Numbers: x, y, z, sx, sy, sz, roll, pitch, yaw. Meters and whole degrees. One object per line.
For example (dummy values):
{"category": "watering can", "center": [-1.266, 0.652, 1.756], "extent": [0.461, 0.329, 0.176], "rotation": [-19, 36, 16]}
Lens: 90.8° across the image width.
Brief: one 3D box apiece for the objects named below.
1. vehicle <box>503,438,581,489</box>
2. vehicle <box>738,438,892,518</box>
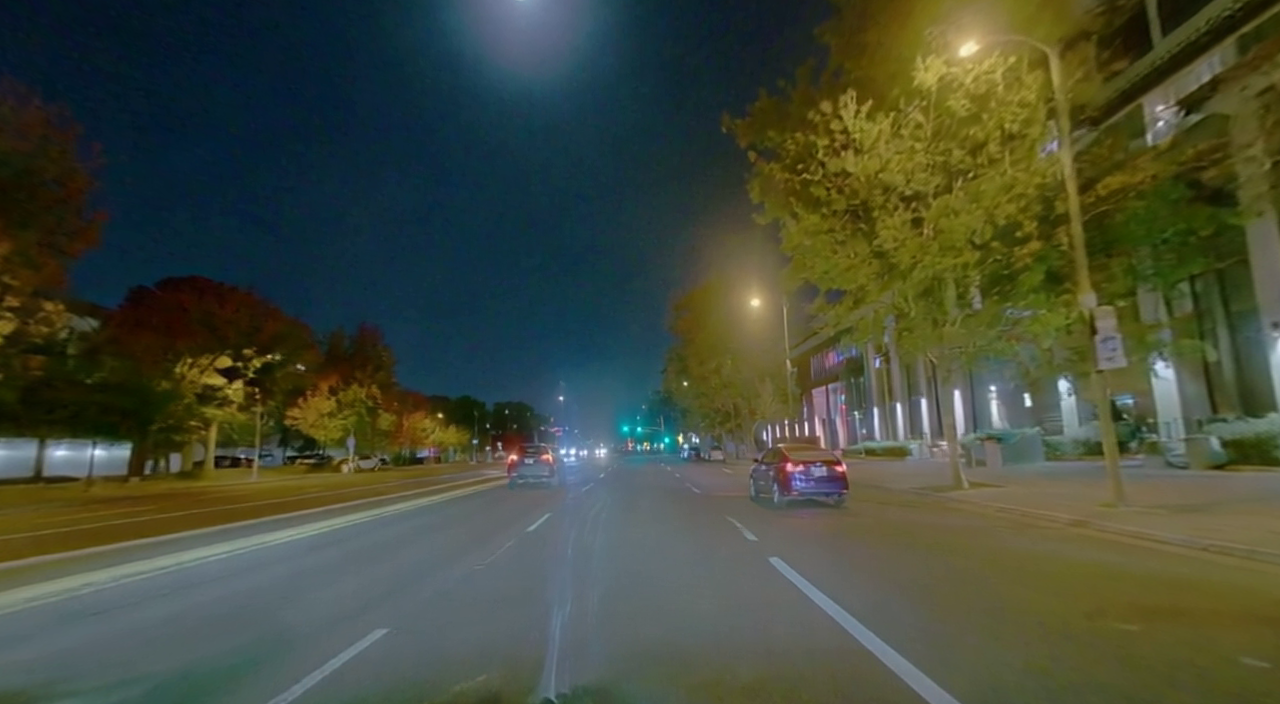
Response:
{"category": "vehicle", "center": [-3.580, 4.171, 23.951], "extent": [2.145, 1.694, 4.642], "rotation": [0, -9, 1]}
{"category": "vehicle", "center": [3.667, 2.718, 14.243], "extent": [1.961, 1.482, 4.538], "rotation": [0, -9, -3]}
